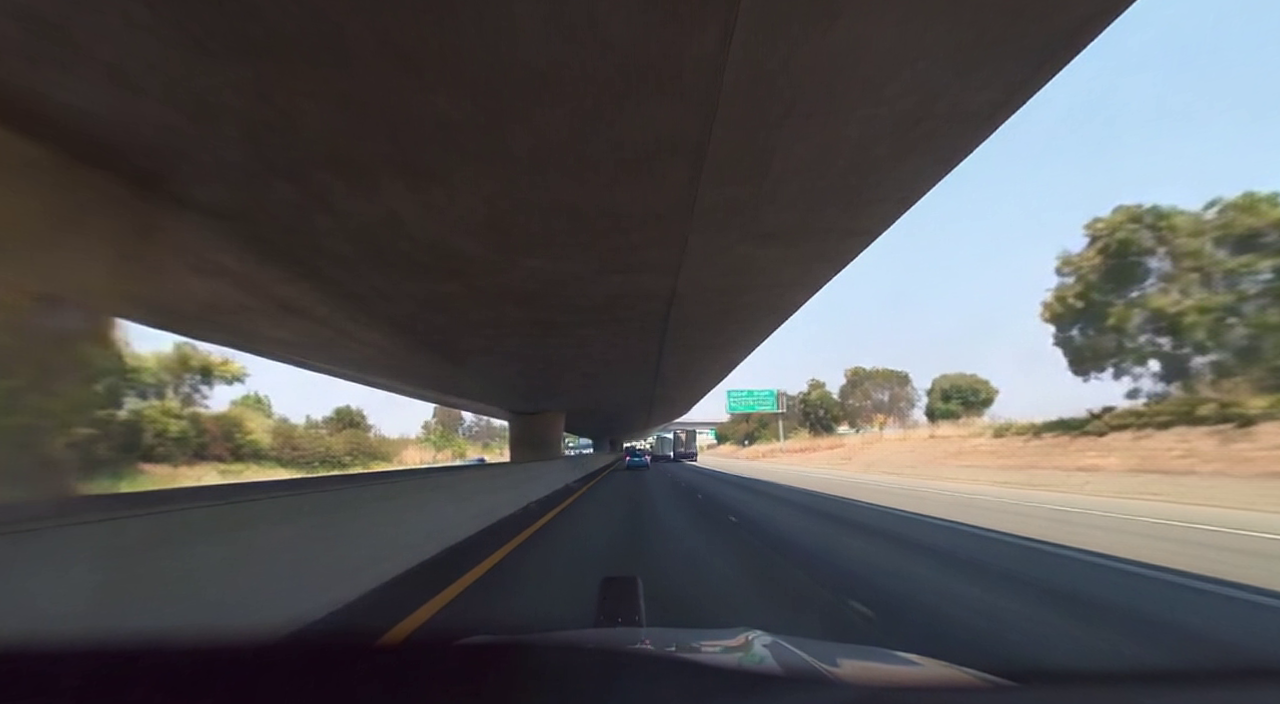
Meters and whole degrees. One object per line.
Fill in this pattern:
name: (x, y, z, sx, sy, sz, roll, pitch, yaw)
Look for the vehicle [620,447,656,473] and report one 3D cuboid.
vehicle: (-0.159, 6.657, 38.734, 2.083, 1.473, 3.923, 0, -9, -1)
